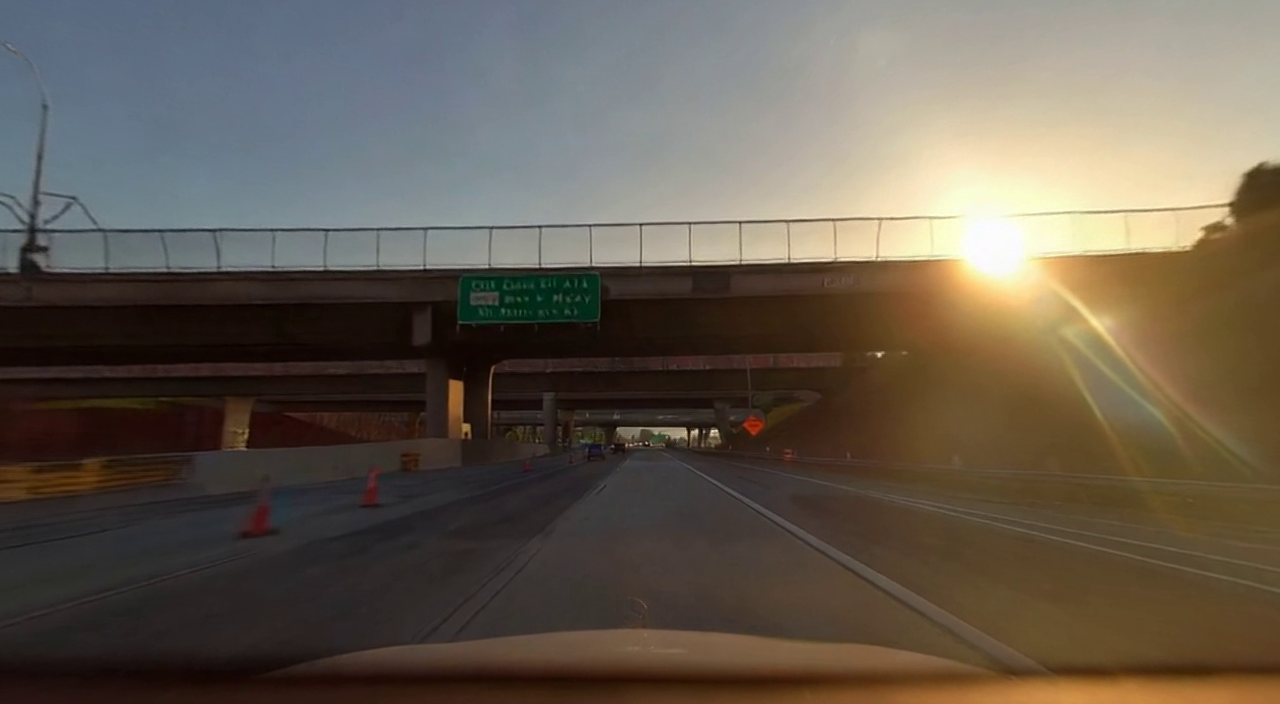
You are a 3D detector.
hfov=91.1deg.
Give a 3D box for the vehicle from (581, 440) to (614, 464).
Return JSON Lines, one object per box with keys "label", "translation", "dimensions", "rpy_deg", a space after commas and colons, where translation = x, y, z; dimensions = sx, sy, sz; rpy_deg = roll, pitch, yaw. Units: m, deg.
{"label": "vehicle", "translation": [-3.036, 7.224, 45.331], "dimensions": [2.078, 1.629, 4.059], "rpy_deg": [-1, -9, 1]}
